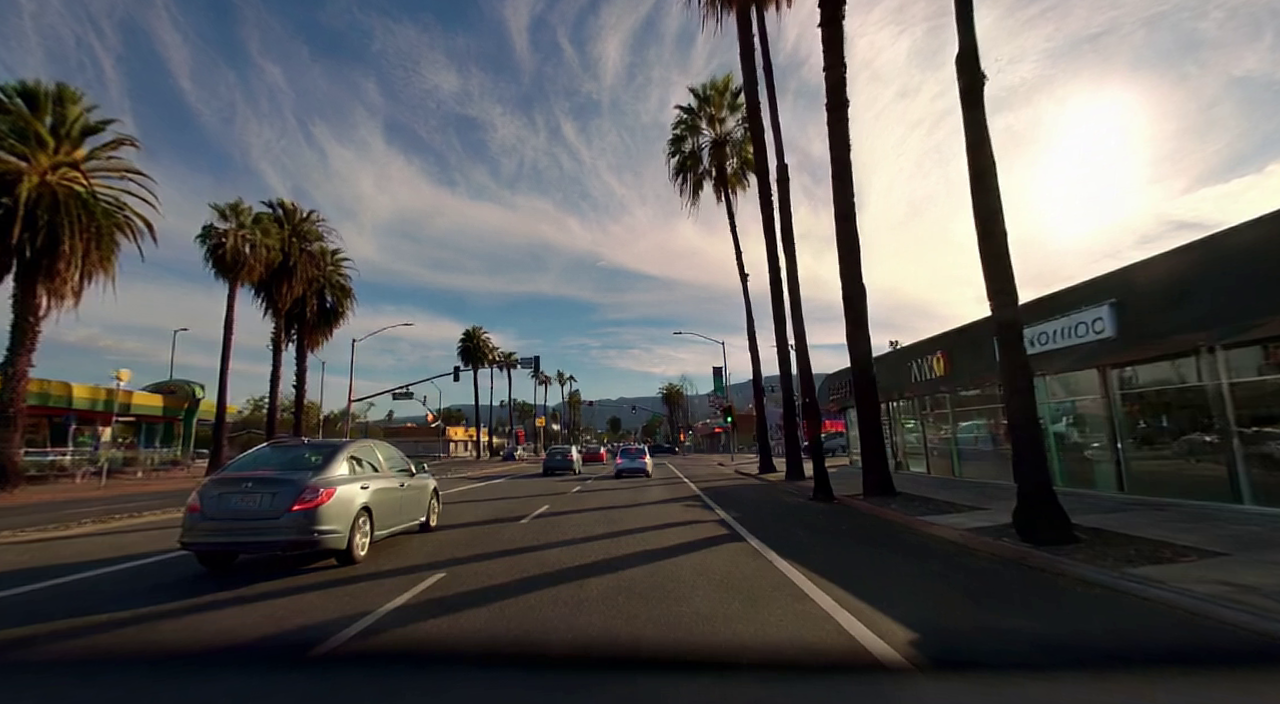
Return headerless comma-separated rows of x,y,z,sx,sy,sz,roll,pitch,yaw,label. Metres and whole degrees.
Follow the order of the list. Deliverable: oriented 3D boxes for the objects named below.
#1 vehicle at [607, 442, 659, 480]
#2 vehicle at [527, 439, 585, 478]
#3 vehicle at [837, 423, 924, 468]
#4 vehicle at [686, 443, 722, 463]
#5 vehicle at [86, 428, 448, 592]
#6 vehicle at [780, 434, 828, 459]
-0.247,4.738,27.594,2.094,1.496,4.070,0,-8,1,vehicle
-3.743,4.826,28.630,1.979,1.634,3.957,-1,-8,2,vehicle
11.214,4.381,29.754,2.111,1.875,5.301,1,-8,1,vehicle
5.026,7.842,48.829,2.059,1.486,3.980,-3,-9,16,vehicle
-4.190,1.813,8.149,1.904,1.513,4.410,0,-8,1,vehicle
11.260,6.541,43.366,1.982,1.623,4.211,0,-8,-2,vehicle
